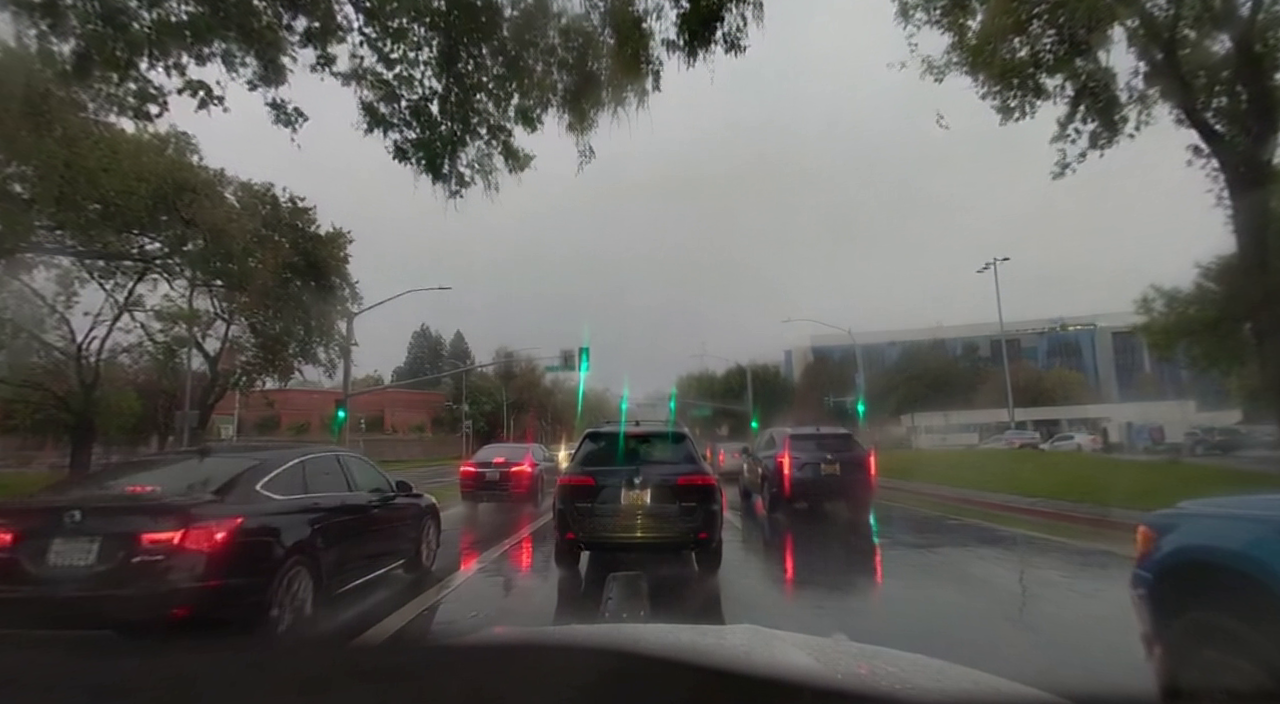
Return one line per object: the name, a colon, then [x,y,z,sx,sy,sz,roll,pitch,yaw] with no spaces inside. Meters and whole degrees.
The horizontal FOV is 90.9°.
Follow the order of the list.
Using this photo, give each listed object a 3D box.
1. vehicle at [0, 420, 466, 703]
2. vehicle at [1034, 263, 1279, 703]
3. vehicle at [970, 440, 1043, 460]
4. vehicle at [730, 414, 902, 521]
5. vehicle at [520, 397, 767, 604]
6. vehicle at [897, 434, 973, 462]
vehicle: [-3.151,1.436,5.557,1.909,1.476,4.751,0,-8,-1]
vehicle: [3.321,0.395,0.240,2.571,1.857,5.841,0,-8,0]
vehicle: [26.358,7.049,45.395,4.180,1.376,1.583,0,-8,2]
vehicle: [3.530,2.470,14.052,2.408,1.908,5.355,0,-8,1]
vehicle: [0.043,1.566,7.449,2.113,1.768,3.901,0,-8,0]
vehicle: [21.357,6.964,45.758,4.437,1.863,2.068,0,-6,3]
